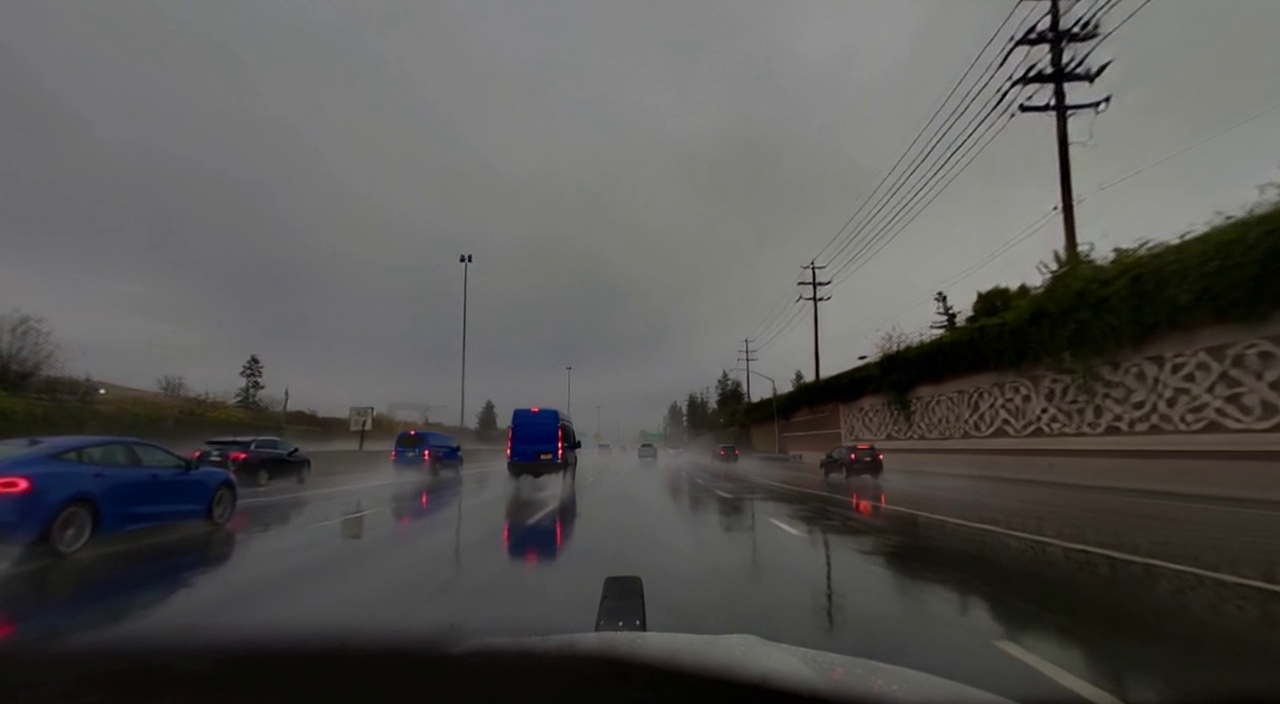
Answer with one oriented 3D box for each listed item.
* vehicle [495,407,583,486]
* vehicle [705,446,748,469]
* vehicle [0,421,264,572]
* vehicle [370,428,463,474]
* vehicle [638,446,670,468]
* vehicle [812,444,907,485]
[{"bbox_3d":[-3.692,3.642,24.381,2.395,2.660,5.827,0,-9,0],"label":"vehicle"},{"bbox_3d":[6.086,7.473,44.734,2.095,1.504,4.536,0,-9,-4],"label":"vehicle"},{"bbox_3d":[-7.543,1.823,8.691,1.967,1.525,4.458,0,-9,-1],"label":"vehicle"},{"bbox_3d":[-11.425,5.143,32.889,2.596,2.162,6.328,0,-9,0],"label":"vehicle"},{"bbox_3d":[0.965,7.445,44.821,2.084,1.492,4.137,0,-9,-1],"label":"vehicle"},{"bbox_3d":[8.623,4.451,25.200,2.052,1.470,4.364,0,-9,-3],"label":"vehicle"}]
